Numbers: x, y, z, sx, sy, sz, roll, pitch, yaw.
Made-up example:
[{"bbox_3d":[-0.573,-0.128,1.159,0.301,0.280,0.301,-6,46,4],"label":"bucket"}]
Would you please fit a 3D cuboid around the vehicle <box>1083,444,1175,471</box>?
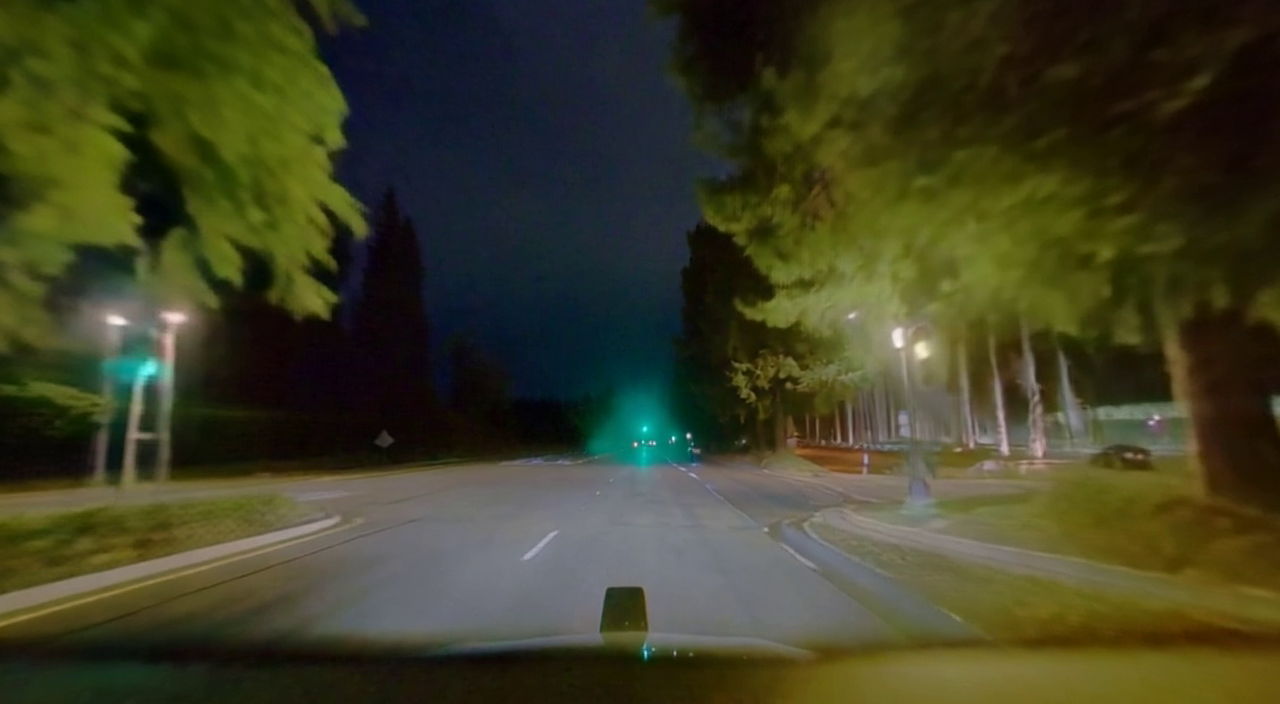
[{"bbox_3d":[28.366,6.098,36.759,1.783,1.461,4.311,0,-8,-2],"label":"vehicle"}]
